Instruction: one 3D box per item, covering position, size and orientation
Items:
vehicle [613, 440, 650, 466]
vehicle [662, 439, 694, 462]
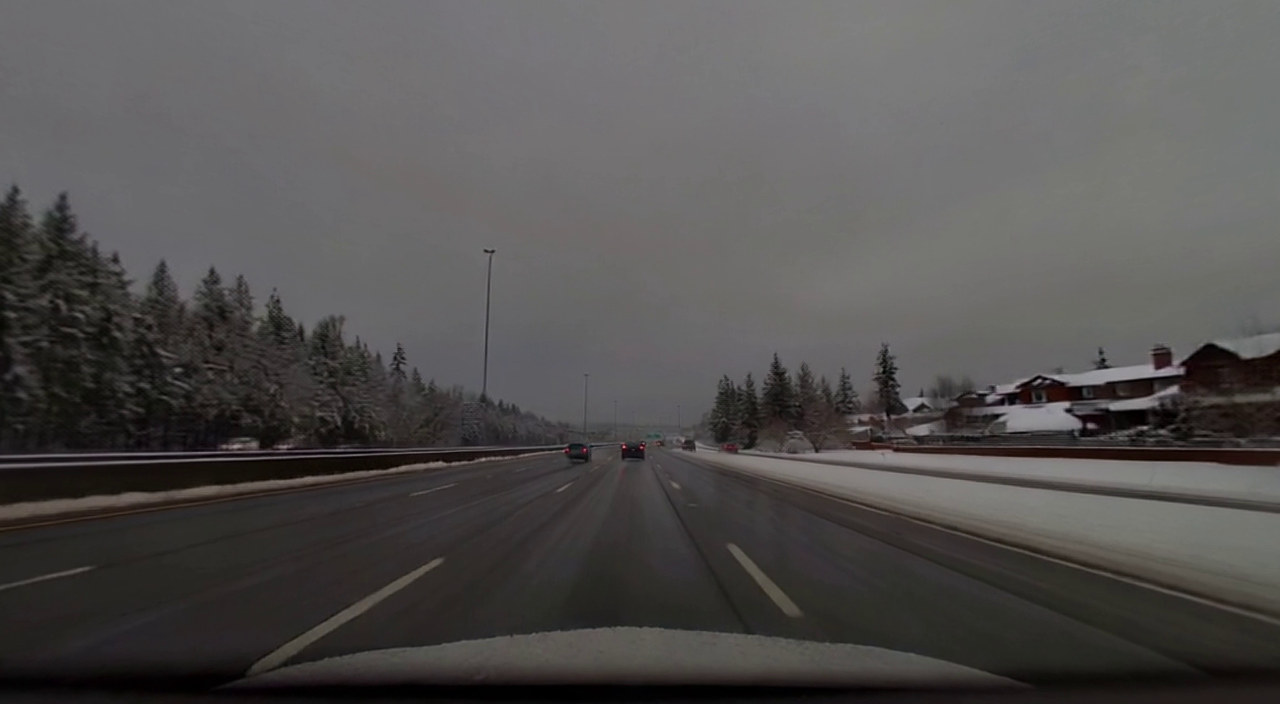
[{"bbox_3d":[-0.528,6.195,38.776,2.146,1.485,4.332,0,-9,0],"label":"vehicle"},{"bbox_3d":[2.801,7.359,47.304,2.084,1.624,3.935,0,-9,-1],"label":"vehicle"}]
